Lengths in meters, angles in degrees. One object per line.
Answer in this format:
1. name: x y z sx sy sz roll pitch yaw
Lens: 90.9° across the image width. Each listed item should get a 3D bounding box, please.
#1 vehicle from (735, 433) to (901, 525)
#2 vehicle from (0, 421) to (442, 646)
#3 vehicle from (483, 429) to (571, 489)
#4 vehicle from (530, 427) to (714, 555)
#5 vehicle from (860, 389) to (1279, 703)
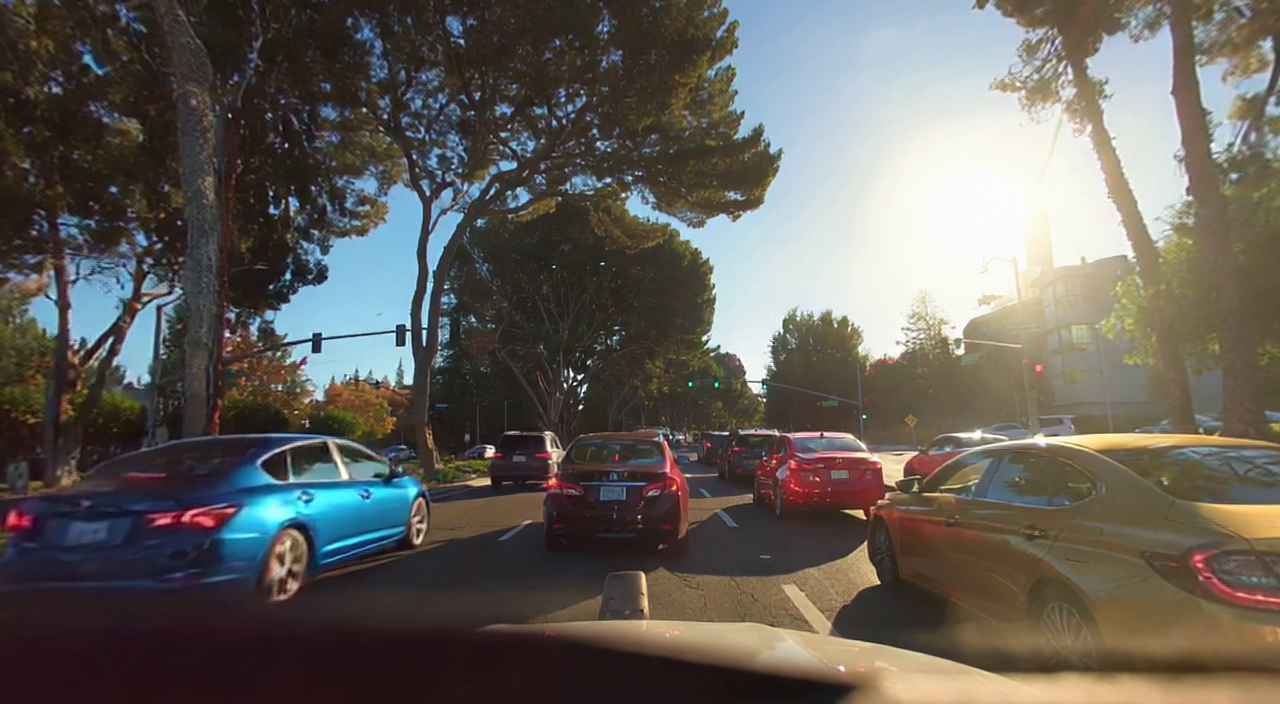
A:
1. vehicle: 3.187 2.334 12.333 1.975 1.460 4.357 0 -8 0
2. vehicle: -3.710 1.537 6.479 1.935 1.482 4.433 0 -8 -1
3. vehicle: -3.524 3.434 20.526 1.961 1.714 4.268 0 -8 2
4. vehicle: -0.226 1.914 9.351 2.147 1.479 3.803 0 -8 0
5. vehicle: 3.140 1.151 4.061 1.903 1.480 4.270 0 -8 0
